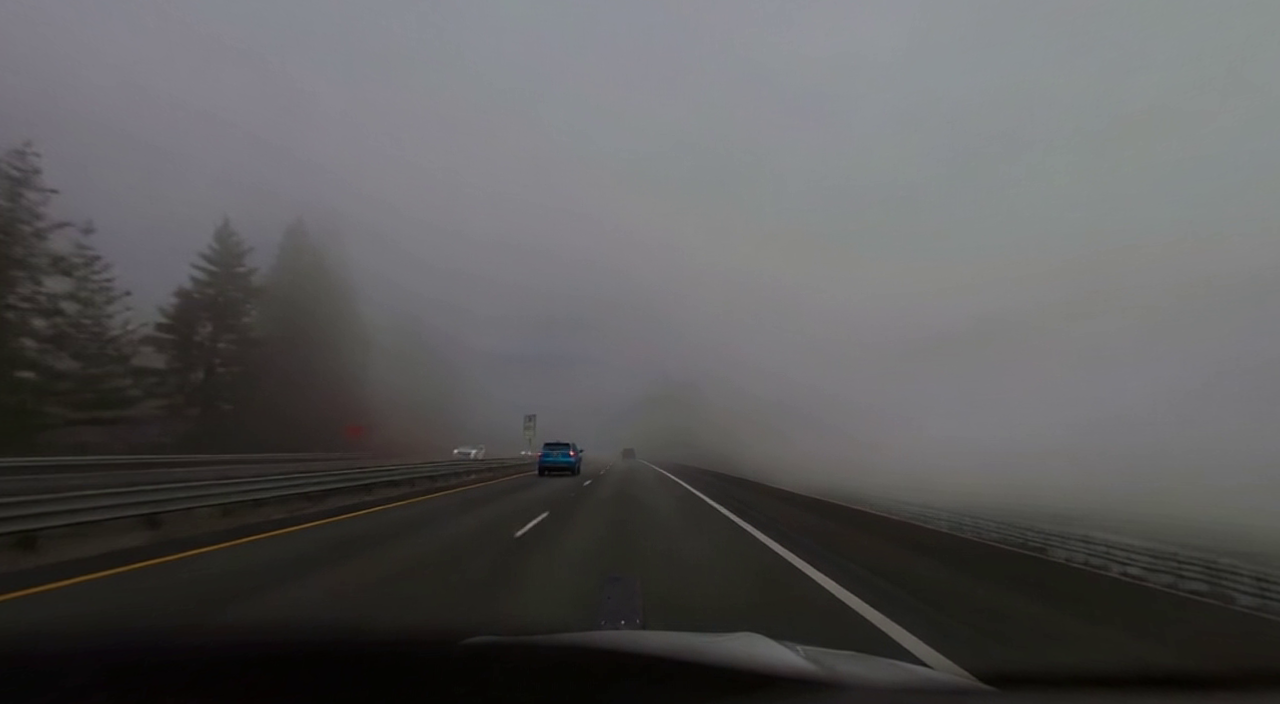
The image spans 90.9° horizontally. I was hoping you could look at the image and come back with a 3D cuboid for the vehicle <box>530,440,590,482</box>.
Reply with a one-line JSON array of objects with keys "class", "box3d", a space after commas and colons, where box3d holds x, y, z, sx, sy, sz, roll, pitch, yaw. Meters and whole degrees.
[{"class": "vehicle", "box3d": [-3.556, 4.970, 28.902, 2.135, 1.755, 4.476, 0, -9, 0]}]
